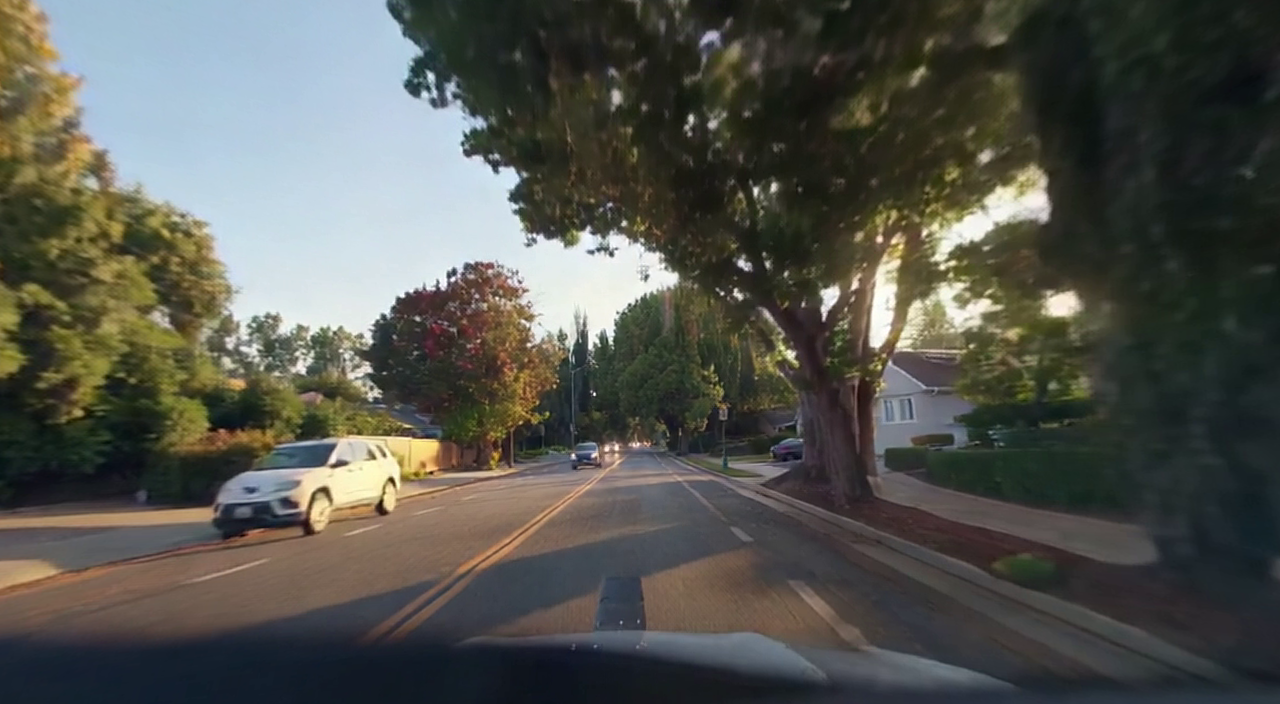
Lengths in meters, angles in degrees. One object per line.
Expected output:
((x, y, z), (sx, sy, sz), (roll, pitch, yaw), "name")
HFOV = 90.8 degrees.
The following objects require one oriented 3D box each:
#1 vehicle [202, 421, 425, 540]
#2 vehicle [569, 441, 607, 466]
((-6.545, 2.621, 13.565), (2.176, 1.885, 5.174), (-4, -9, -2), "vehicle")
((-3.382, 6.641, 41.669), (2.074, 1.527, 4.438), (0, -8, 1), "vehicle")
